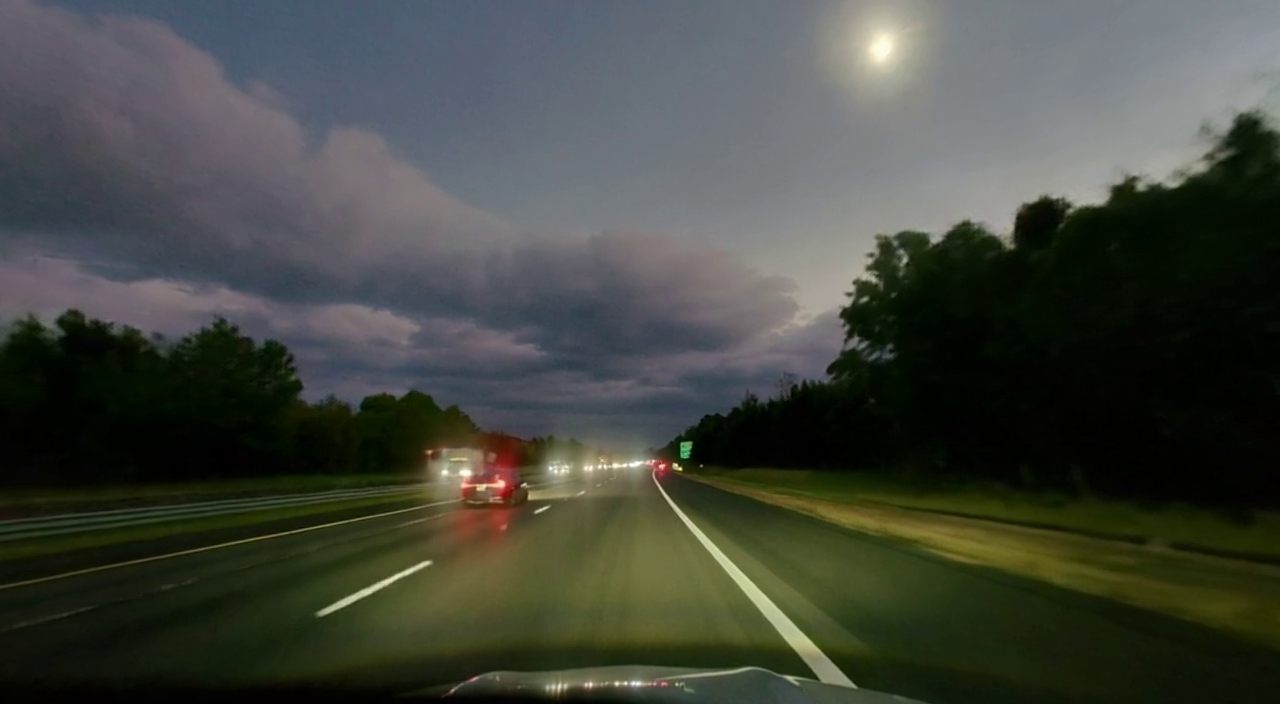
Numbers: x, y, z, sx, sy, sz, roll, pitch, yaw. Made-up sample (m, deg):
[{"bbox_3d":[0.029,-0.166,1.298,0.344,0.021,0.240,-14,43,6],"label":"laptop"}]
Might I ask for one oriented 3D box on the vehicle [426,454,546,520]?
[{"bbox_3d":[-3.936,3.568,17.007,2.043,1.486,4.442,0,-10,1],"label":"vehicle"}]
